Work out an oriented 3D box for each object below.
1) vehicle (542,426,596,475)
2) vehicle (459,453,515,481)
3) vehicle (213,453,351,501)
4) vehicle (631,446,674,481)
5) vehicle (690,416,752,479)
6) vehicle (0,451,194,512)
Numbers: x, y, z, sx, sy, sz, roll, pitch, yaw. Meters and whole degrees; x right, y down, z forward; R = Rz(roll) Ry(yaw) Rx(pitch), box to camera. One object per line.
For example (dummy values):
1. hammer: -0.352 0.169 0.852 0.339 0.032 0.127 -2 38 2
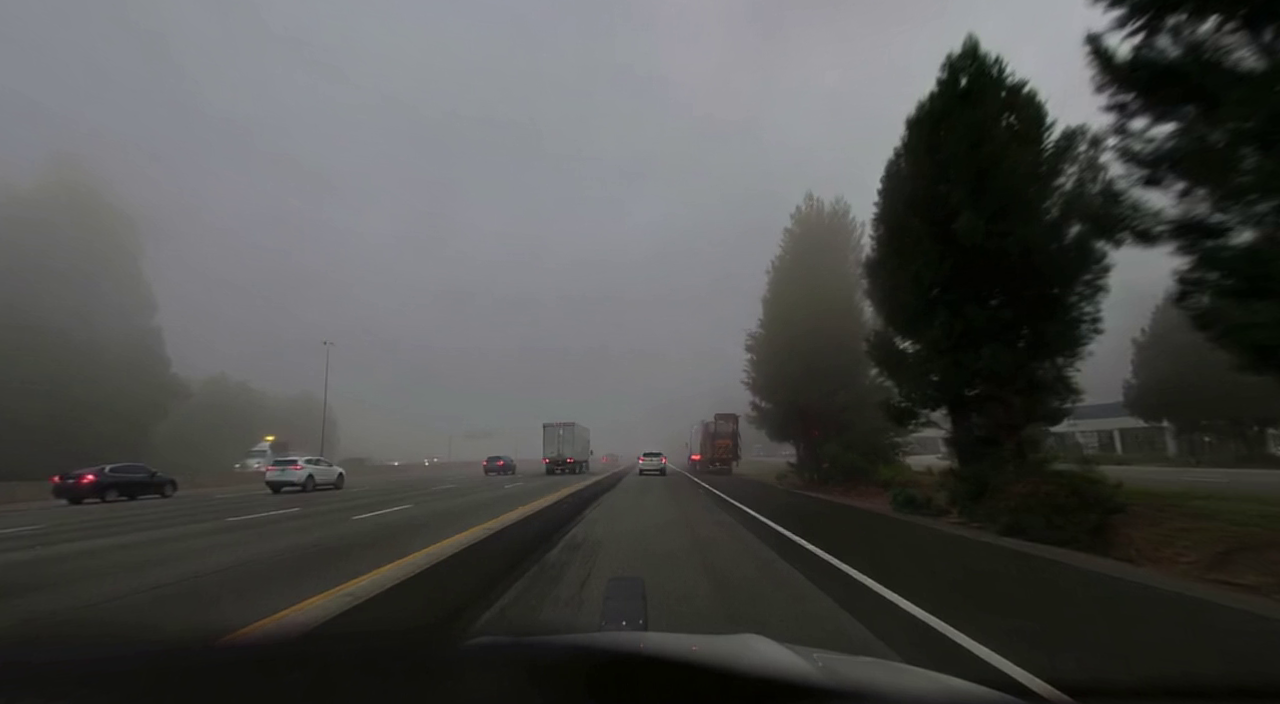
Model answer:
1. vehicle: -5.335 7.570 48.860 2.796 3.426 8.553 -1 -8 2
2. vehicle: -8.976 6.755 37.428 1.929 1.477 4.746 -1 -9 3
3. vehicle: -12.589 4.392 22.633 1.928 1.480 4.823 -1 -8 3
4. vehicle: 0.692 6.157 35.247 2.227 1.794 4.646 0 -8 1
5. vehicle: 5.519 6.965 45.412 2.801 3.732 11.836 -4 -9 0
6. vehicle: -16.450 3.884 19.416 1.885 1.591 4.599 -1 -9 3
